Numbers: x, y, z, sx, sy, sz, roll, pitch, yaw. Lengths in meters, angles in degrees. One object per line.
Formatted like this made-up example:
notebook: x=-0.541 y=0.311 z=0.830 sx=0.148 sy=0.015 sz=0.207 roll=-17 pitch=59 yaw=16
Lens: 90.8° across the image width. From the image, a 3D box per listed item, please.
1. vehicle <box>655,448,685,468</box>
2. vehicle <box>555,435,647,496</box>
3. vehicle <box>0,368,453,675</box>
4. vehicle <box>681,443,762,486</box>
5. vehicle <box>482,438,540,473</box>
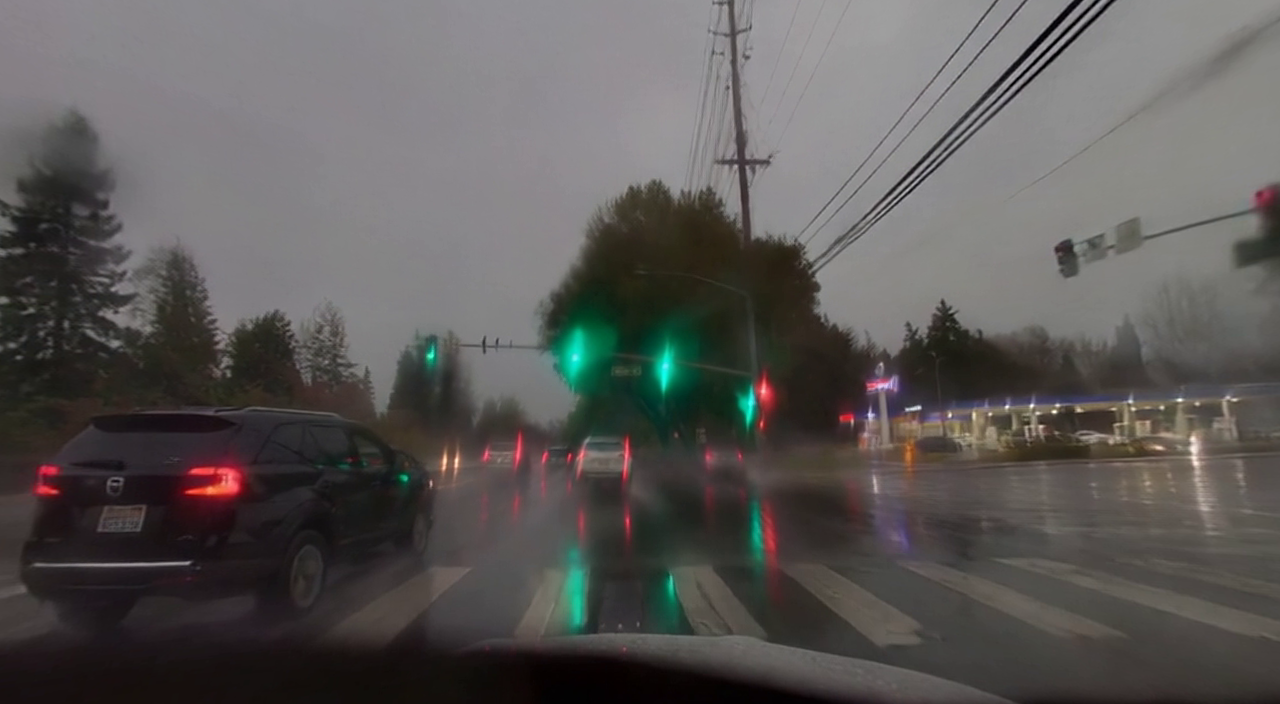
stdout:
vehicle: x=2.310 y=8.334 z=49.868 sx=2.069 sy=1.464 sz=4.599 roll=0 pitch=-8 yaw=-1
vehicle: x=-0.987 y=3.026 z=17.246 sx=2.189 sy=1.437 sz=4.135 roll=0 pitch=-8 yaw=-2
vehicle: x=-3.324 y=1.239 z=5.738 sx=1.922 sy=1.642 sz=4.547 roll=0 pitch=-8 yaw=-1
vehicle: x=2.658 y=3.785 z=21.605 sx=2.065 sy=1.302 sz=4.416 roll=0 pitch=-8 yaw=-2
vehicle: x=-7.511 y=6.086 z=37.347 sx=2.385 sy=1.918 sz=5.056 roll=0 pitch=-8 yaw=0
